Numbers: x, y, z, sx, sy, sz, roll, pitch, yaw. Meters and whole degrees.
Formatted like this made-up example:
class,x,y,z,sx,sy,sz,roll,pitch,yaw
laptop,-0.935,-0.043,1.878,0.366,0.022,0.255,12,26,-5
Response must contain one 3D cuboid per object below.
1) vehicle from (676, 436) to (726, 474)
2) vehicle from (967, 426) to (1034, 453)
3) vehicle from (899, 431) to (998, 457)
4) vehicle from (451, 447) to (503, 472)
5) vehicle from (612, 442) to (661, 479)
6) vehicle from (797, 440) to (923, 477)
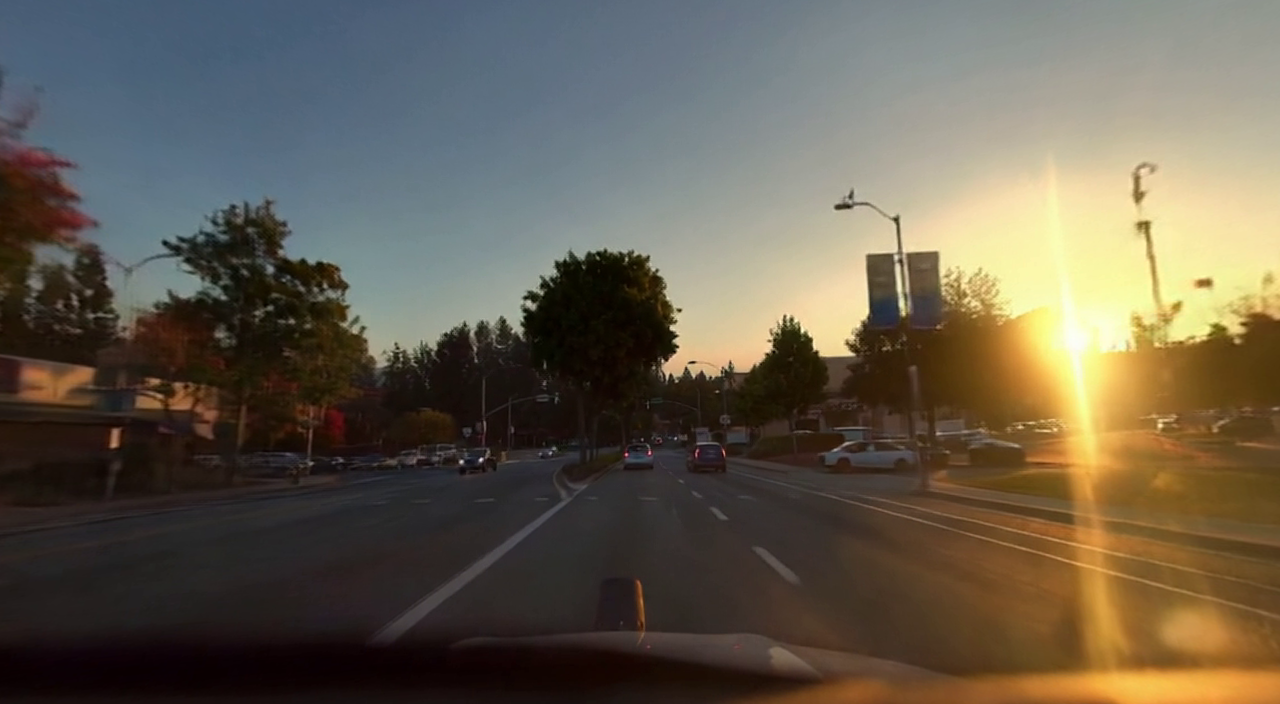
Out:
class,x,y,z,sx,sy,sz,roll,pitch,yaw
vehicle,3.014,5.225,32.218,2.046,1.768,4.370,0,-9,-1
vehicle,23.979,5.840,42.205,1.956,1.626,4.151,1,-8,0
vehicle,18.183,5.456,37.407,4.793,1.470,1.961,0,-9,1
vehicle,-10.129,6.715,39.561,2.033,1.439,4.567,0,-9,0
vehicle,-0.149,4.624,27.163,1.917,1.418,3.987,0,-9,0
vehicle,9.302,4.555,27.062,4.662,1.495,1.998,-1,-9,5
